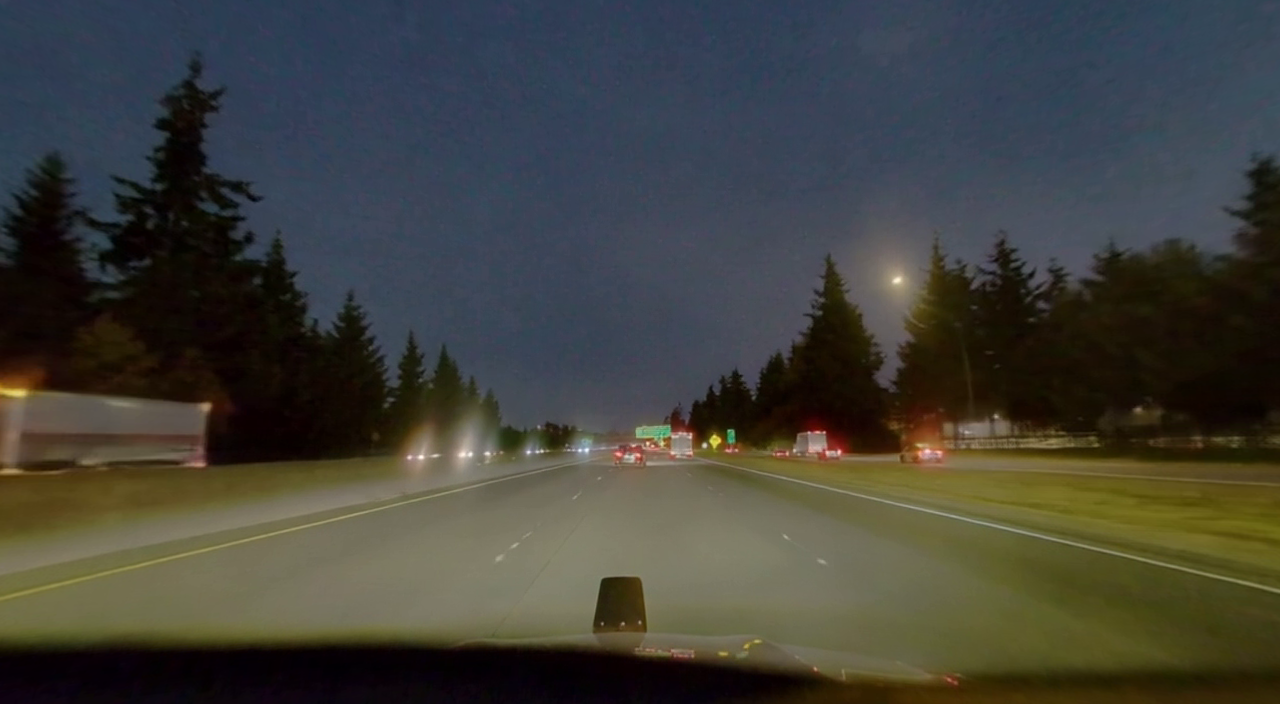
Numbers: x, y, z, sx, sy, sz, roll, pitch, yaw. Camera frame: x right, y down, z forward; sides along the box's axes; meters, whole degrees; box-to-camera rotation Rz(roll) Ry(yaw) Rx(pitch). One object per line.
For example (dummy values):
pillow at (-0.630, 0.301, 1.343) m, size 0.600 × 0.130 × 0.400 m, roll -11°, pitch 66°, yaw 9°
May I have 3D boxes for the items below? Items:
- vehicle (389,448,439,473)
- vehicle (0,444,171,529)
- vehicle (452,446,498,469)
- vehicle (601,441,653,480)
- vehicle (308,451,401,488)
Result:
vehicle at (-16.542, 7.939, 46.326) m, size 1.951 × 1.749 × 4.298 m, roll 0°, pitch -9°, yaw 1°
vehicle at (-12.311, 2.668, 12.953) m, size 1.892 × 1.493 × 4.444 m, roll 0°, pitch -9°, yaw 0°
vehicle at (-11.714, 7.496, 44.986) m, size 1.969 × 1.539 × 4.538 m, roll 0°, pitch -9°, yaw 1°
vehicle at (-0.482, 4.683, 27.312) m, size 1.936 × 1.545 × 4.116 m, roll -1°, pitch -9°, yaw 3°
vehicle at (-12.847, 5.286, 28.674) m, size 2.058 × 1.470 × 4.473 m, roll 0°, pitch -9°, yaw 1°
